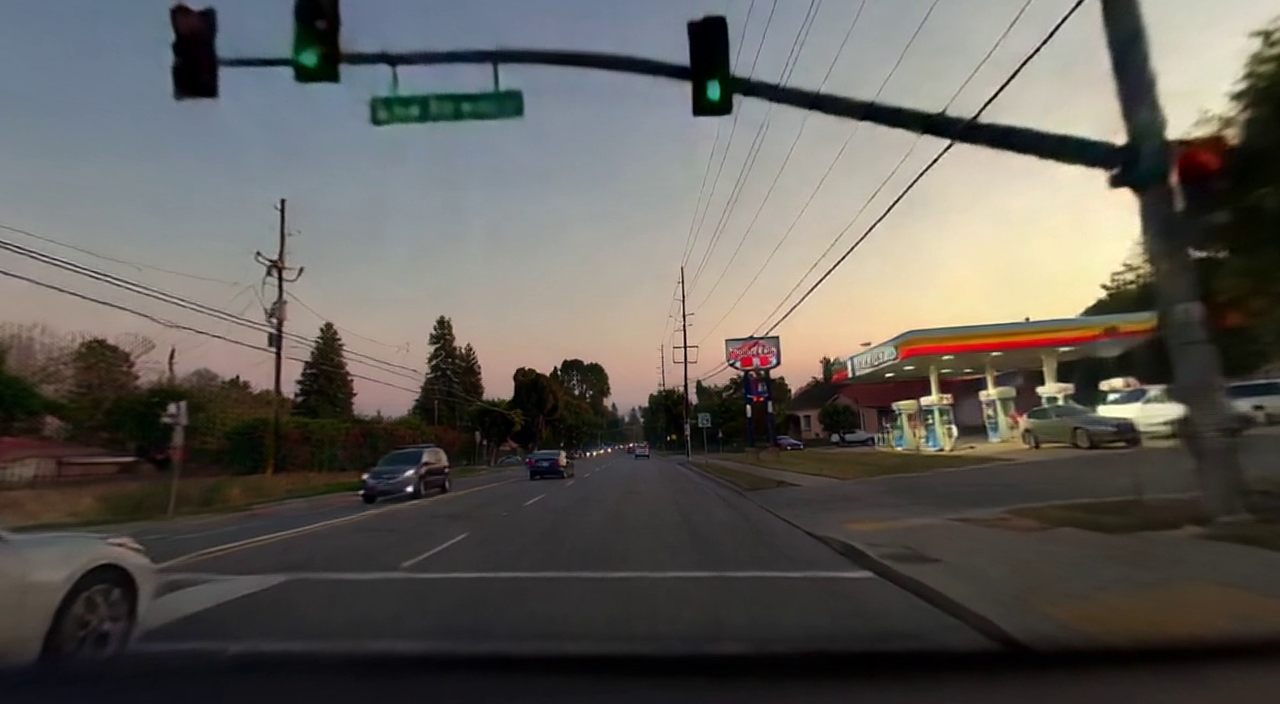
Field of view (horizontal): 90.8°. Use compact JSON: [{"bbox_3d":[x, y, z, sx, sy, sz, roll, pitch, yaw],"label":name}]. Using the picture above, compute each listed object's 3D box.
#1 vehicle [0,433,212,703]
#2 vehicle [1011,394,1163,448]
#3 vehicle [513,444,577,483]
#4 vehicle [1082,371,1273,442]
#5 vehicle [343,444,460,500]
[{"bbox_3d":[-3.842,0.961,2.061,1.704,1.430,4.587,1,-8,-1],"label":"vehicle"},{"bbox_3d":[14.349,2.333,20.638,1.835,1.549,4.178,1,-8,-1],"label":"vehicle"},{"bbox_3d":[-3.922,4.663,26.766,1.943,1.455,4.414,1,-8,1],"label":"vehicle"},{"bbox_3d":[17.423,1.924,20.911,2.014,2.048,4.717,1,-8,-2],"label":"vehicle"},{"bbox_3d":[-9.466,4.769,25.695,2.256,1.772,5.738,-6,-9,2],"label":"vehicle"}]
